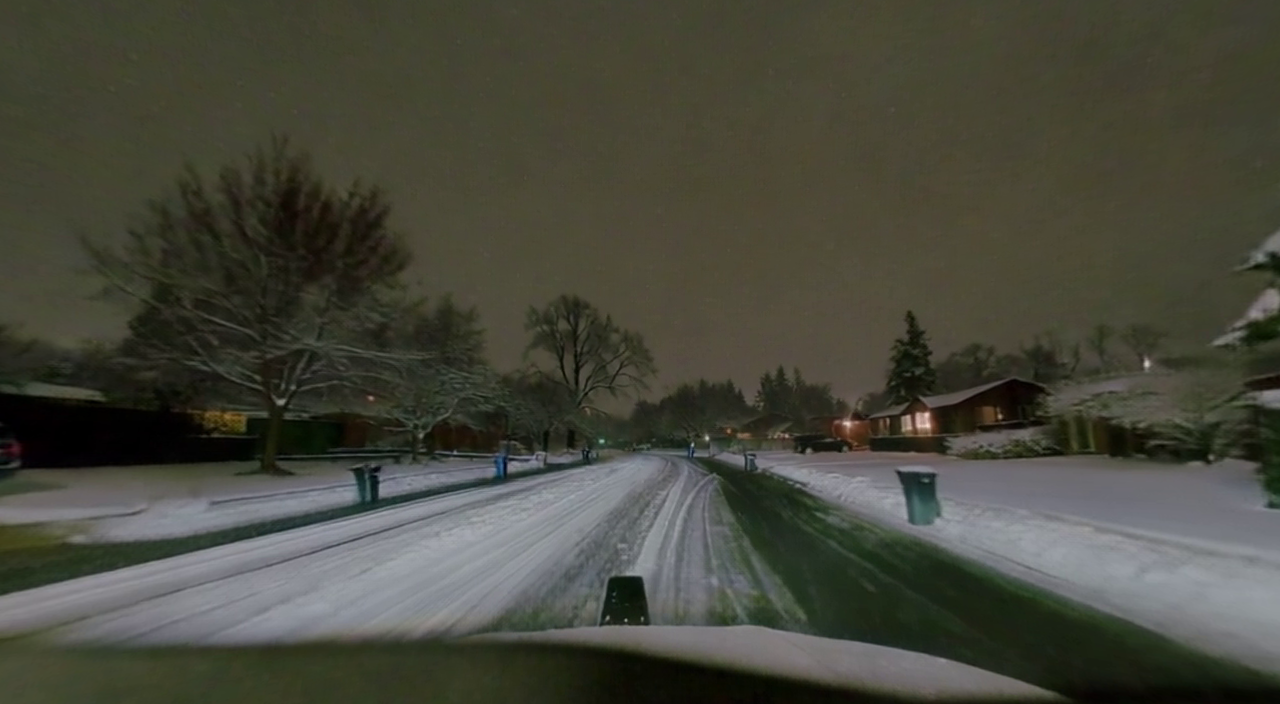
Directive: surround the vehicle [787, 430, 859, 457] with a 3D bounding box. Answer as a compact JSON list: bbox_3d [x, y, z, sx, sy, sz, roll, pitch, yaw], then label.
[{"bbox_3d":[13.312,6.714,46.077,4.581,1.853,2.024,2,-8,-6],"label":"vehicle"}]
